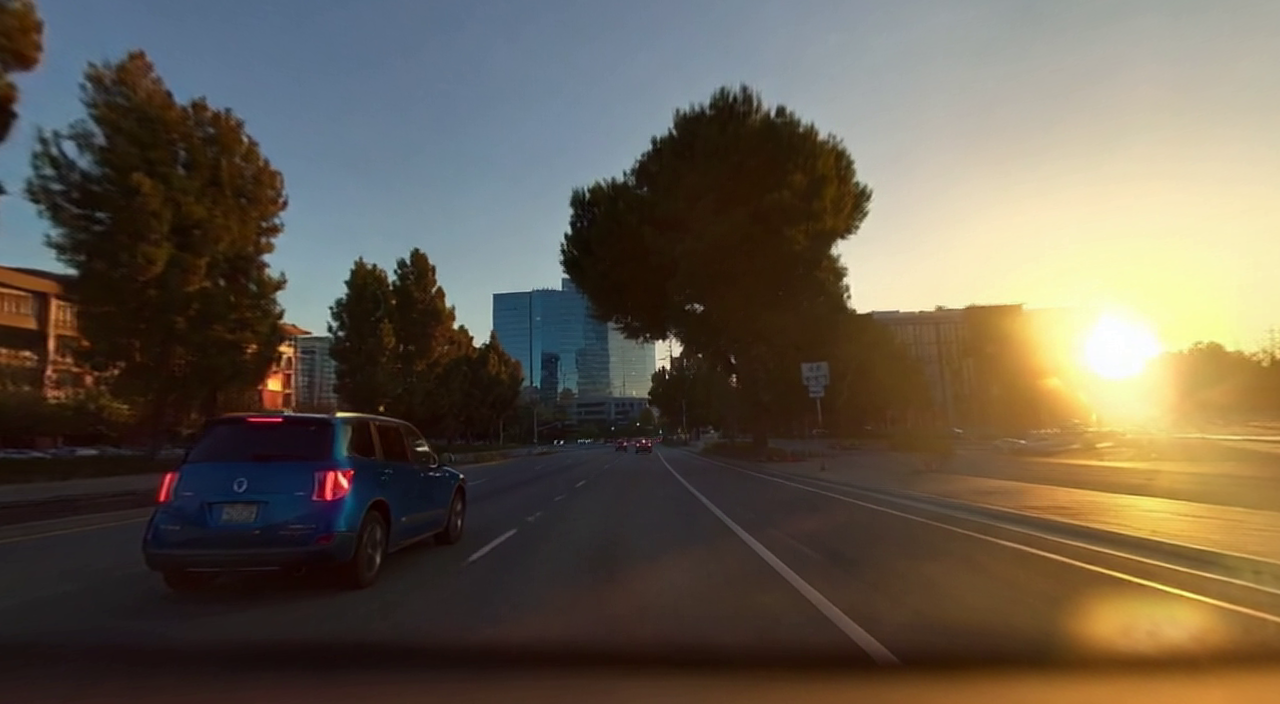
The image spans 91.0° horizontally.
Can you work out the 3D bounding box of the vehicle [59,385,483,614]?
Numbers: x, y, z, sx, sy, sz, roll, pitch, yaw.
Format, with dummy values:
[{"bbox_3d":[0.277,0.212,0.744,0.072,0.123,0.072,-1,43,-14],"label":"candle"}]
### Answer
[{"bbox_3d":[-3.350,1.433,7.069,2.033,1.713,4.503,0,-8,0],"label":"vehicle"}]
